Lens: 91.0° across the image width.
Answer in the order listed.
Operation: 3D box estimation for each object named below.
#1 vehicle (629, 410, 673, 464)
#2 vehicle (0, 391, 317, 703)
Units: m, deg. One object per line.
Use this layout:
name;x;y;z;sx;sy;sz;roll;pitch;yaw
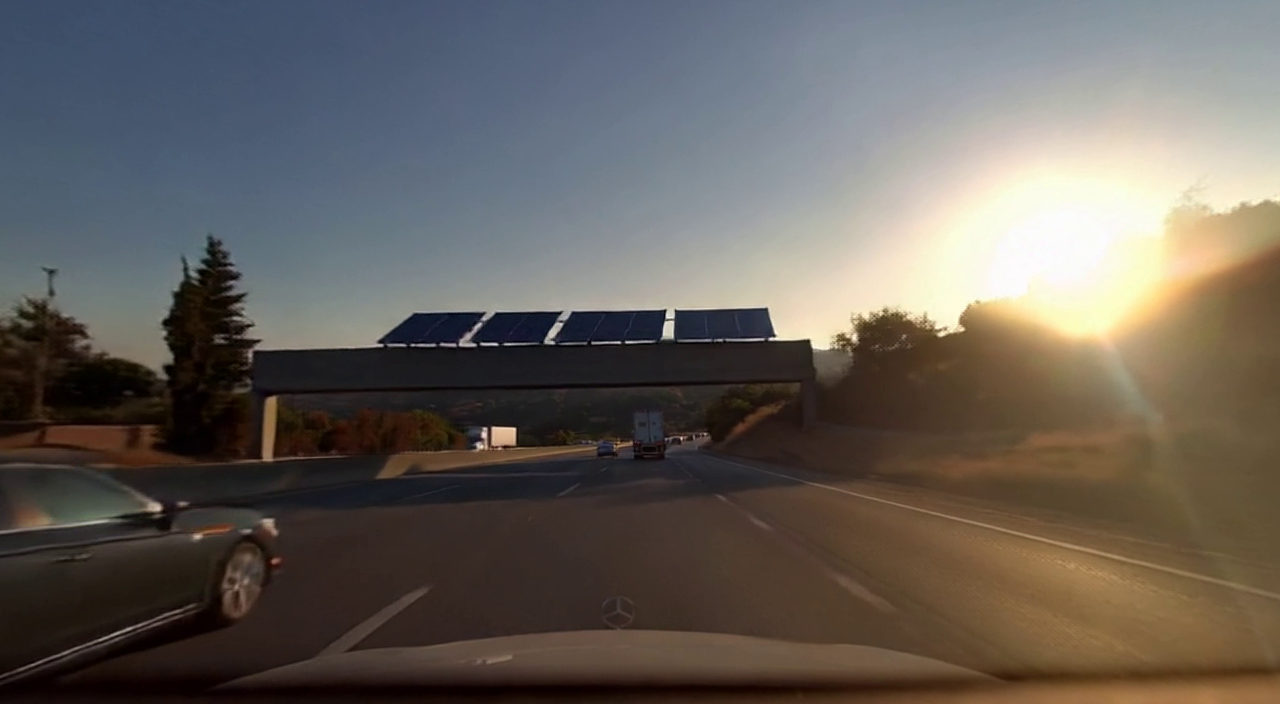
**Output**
vehicle;0.811;6.522;47.958;2.967;3.633;10.015;-1;-8;0
vehicle;-3.856;1.049;3.273;2.066;1.581;4.268;0;-8;0
